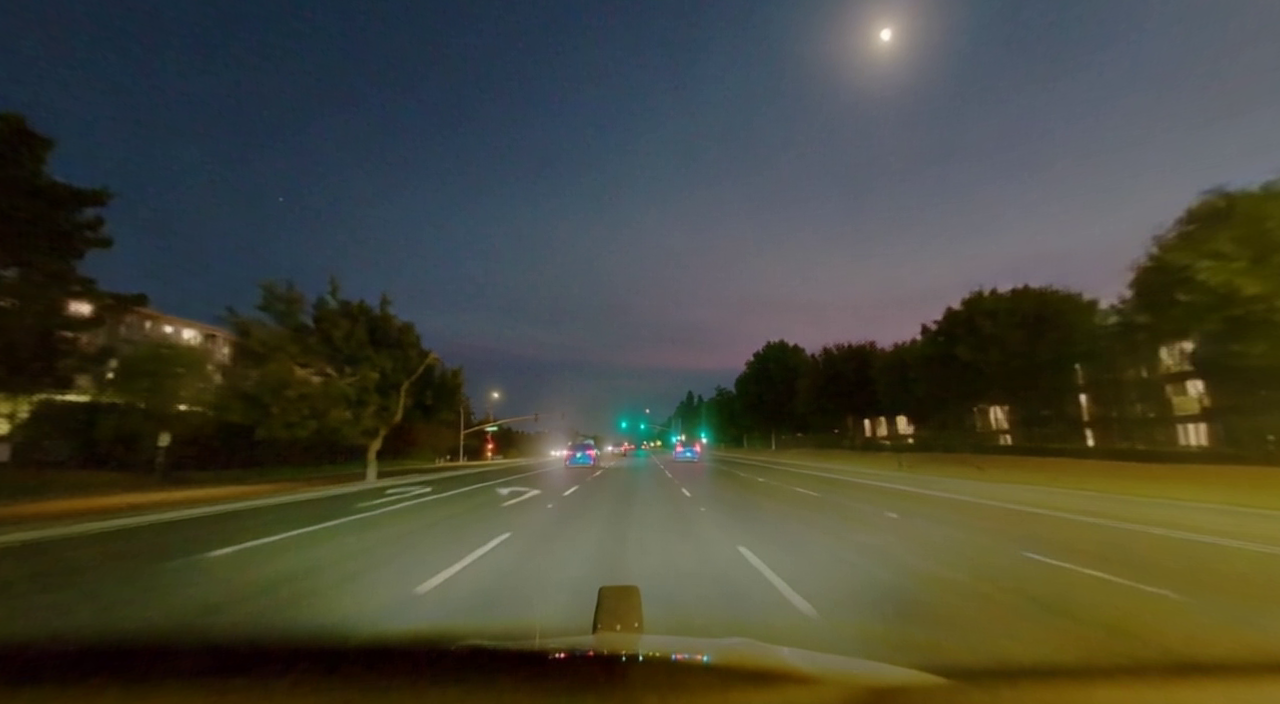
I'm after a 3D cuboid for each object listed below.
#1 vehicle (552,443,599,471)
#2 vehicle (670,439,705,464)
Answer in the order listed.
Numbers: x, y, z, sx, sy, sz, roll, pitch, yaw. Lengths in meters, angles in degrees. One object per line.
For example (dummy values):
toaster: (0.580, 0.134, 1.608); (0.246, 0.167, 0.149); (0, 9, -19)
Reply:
vehicle: (-3.557, 5.904, 35.719); (2.112, 1.471, 4.212); (0, -9, 1)
vehicle: (3.294, 6.987, 44.495); (2.072, 1.696, 4.177); (0, -9, -1)
